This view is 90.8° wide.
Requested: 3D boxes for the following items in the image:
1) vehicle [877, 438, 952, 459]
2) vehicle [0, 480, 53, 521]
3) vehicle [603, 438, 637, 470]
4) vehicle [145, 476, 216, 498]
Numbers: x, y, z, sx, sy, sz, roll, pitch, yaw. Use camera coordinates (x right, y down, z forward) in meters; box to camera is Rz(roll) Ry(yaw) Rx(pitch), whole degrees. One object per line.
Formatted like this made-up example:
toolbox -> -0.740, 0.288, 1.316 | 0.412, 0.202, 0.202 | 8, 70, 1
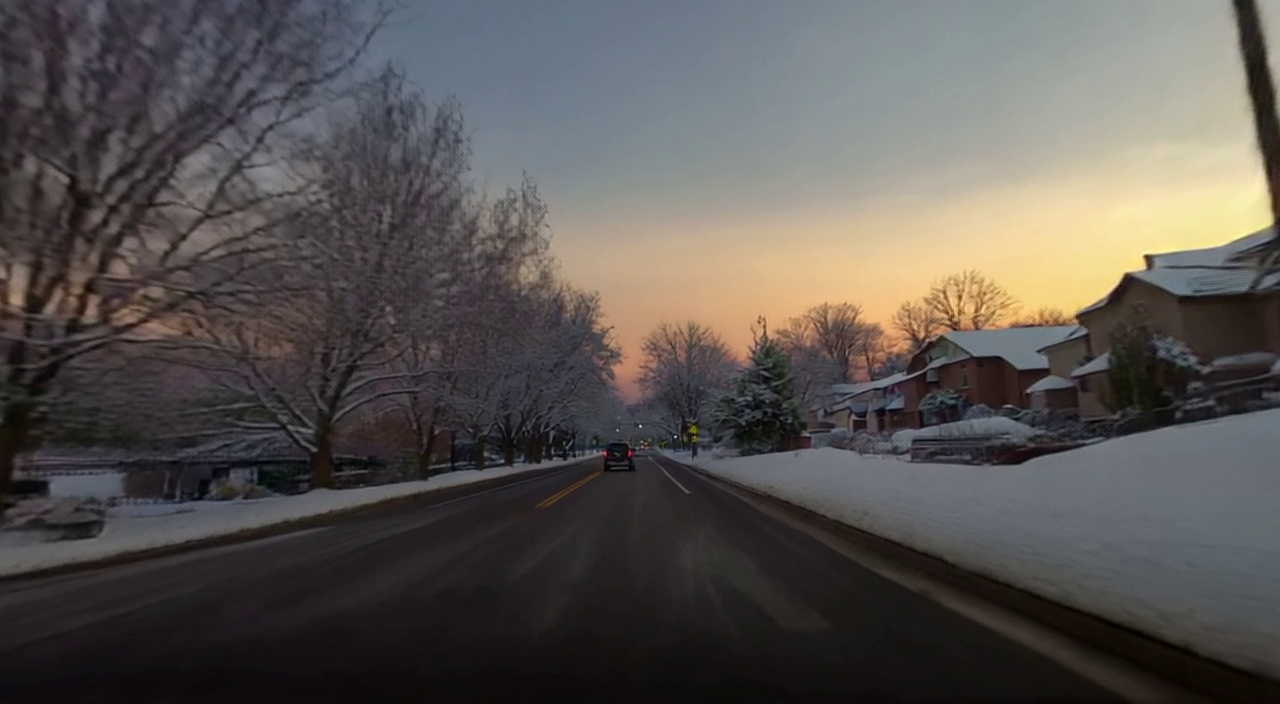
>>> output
vehicle -> 14.486, 5.144, 33.627 | 1.987, 1.039, 4.499 | 0, -9, 0
vehicle -> -29.994, 6.935, 29.683 | 1.926, 1.552, 4.355 | 4, -9, -22
vehicle -> -1.334, 6.974, 43.384 | 2.210, 2.023, 4.663 | 0, -9, -1
vehicle -> -31.005, 9.126, 42.693 | 3.502, 1.310, 1.729 | -1, -8, 5
